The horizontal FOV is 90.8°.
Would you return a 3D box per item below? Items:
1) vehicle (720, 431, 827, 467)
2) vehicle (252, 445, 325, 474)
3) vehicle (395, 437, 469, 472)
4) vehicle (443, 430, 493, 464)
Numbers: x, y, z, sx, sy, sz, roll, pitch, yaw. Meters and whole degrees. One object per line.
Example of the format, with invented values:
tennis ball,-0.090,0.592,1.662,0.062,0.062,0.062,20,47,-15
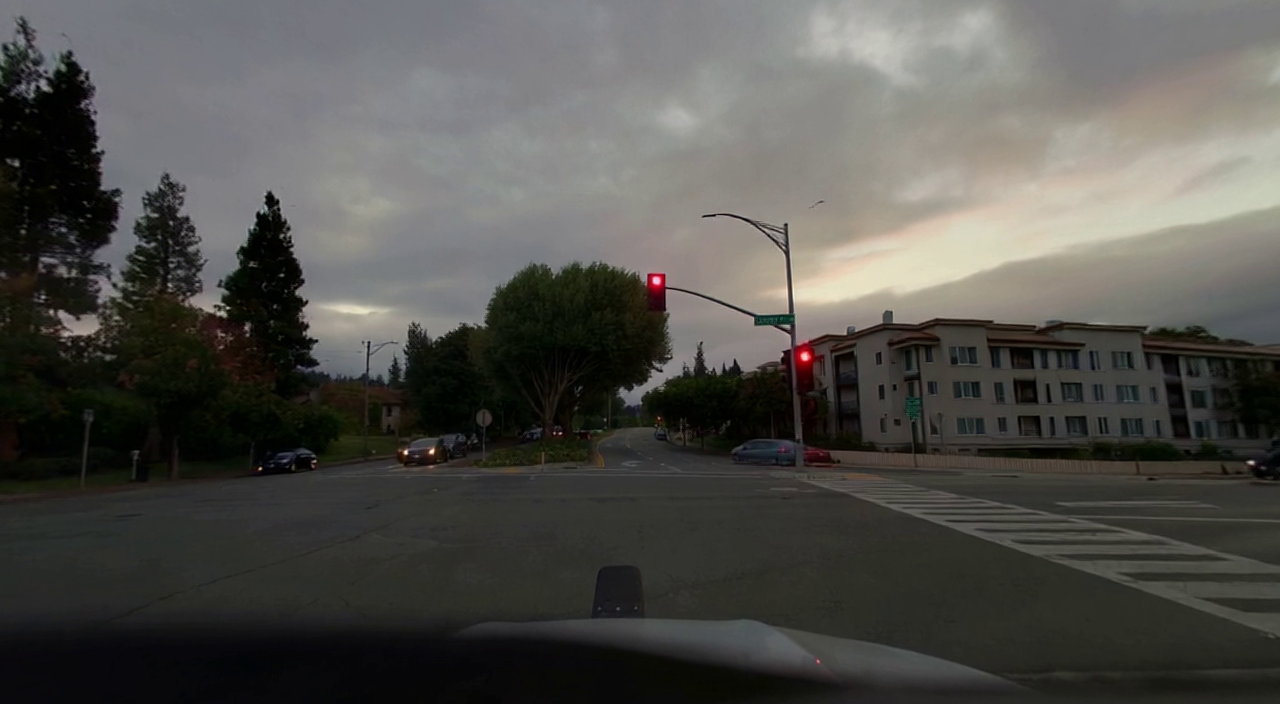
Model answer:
vehicle,6.363,4.712,30.666,2.073,1.571,4.790,7,-11,-39
vehicle,-21.075,6.453,38.107,1.981,1.628,4.336,0,-9,-1
vehicle,-9.670,4.801,29.768,2.116,1.521,4.294,0,-9,-1
vehicle,-9.761,5.455,36.177,1.910,1.818,4.057,0,-9,-3
